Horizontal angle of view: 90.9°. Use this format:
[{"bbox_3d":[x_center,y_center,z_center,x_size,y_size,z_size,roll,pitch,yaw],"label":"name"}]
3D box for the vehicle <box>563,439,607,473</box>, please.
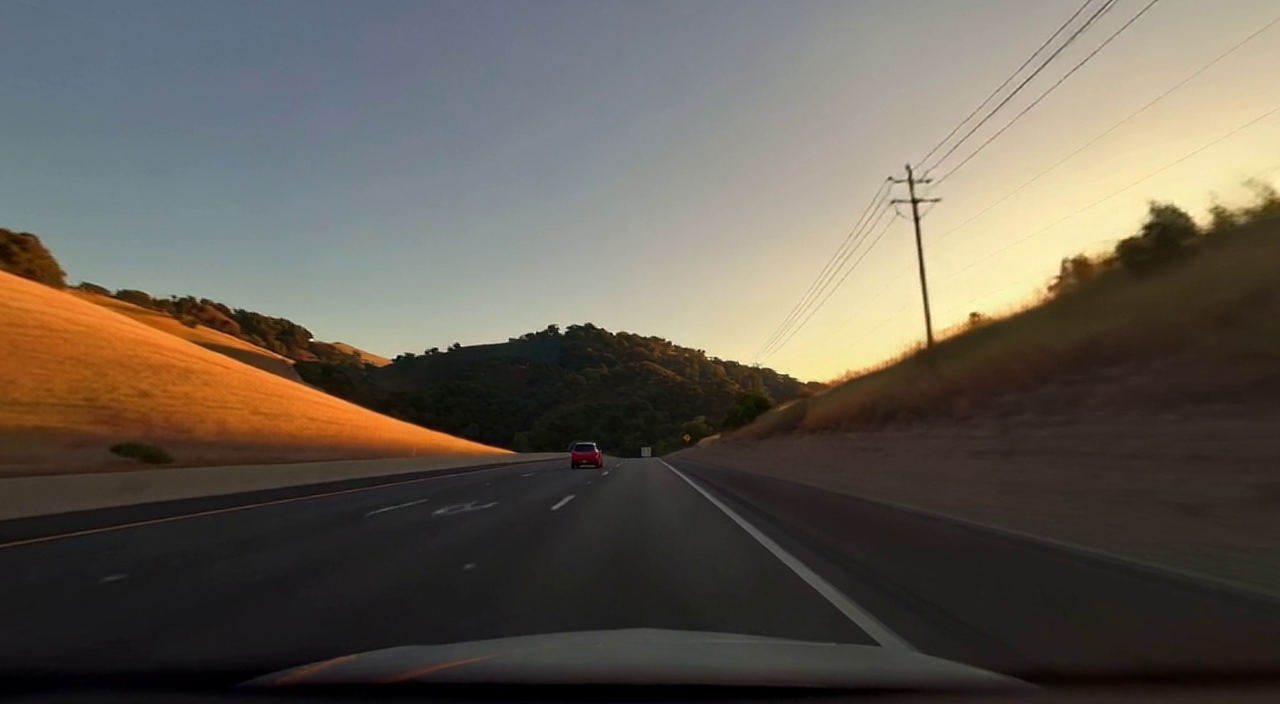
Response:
[{"bbox_3d":[-3.134,6.048,36.984,2.136,1.845,4.515,0,-8,1],"label":"vehicle"}]
